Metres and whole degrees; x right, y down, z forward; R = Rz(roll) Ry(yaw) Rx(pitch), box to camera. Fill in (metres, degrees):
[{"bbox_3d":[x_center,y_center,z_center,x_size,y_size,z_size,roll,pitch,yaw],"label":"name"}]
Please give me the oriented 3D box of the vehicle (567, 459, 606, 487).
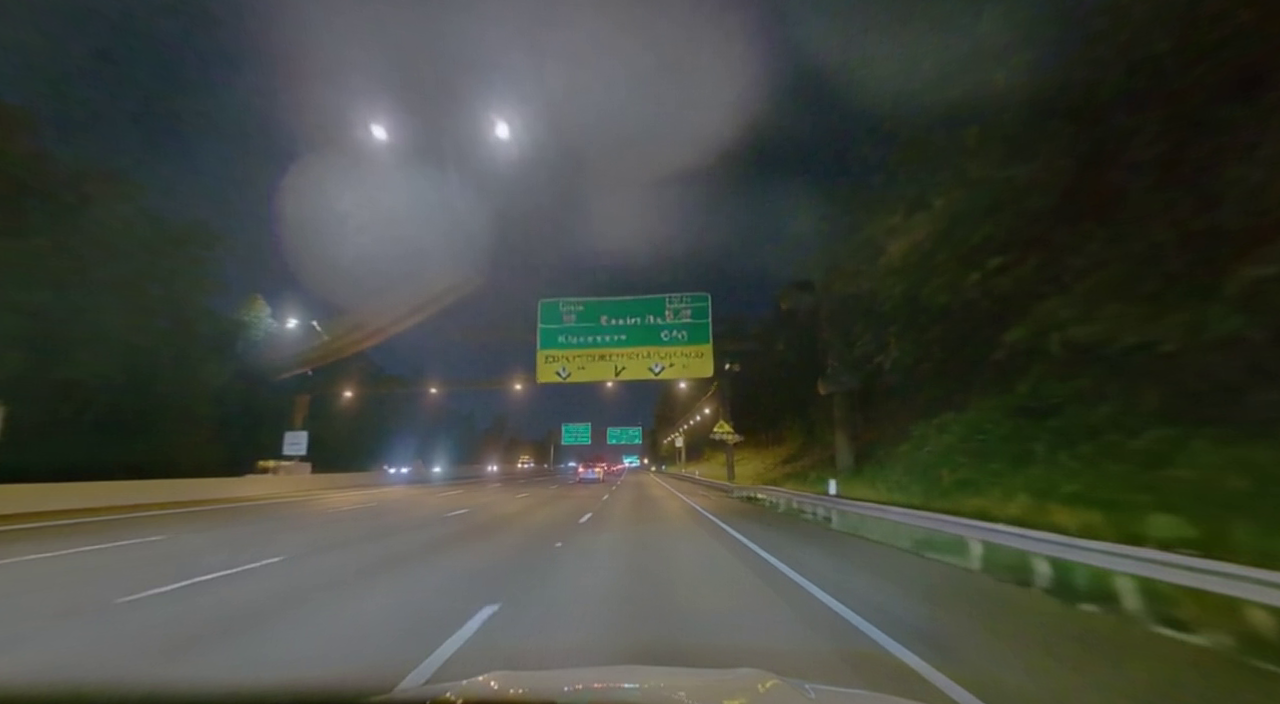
[{"bbox_3d":[-3.300,7.581,39.510,2.092,1.642,3.895,1,-10,0],"label":"vehicle"}]
